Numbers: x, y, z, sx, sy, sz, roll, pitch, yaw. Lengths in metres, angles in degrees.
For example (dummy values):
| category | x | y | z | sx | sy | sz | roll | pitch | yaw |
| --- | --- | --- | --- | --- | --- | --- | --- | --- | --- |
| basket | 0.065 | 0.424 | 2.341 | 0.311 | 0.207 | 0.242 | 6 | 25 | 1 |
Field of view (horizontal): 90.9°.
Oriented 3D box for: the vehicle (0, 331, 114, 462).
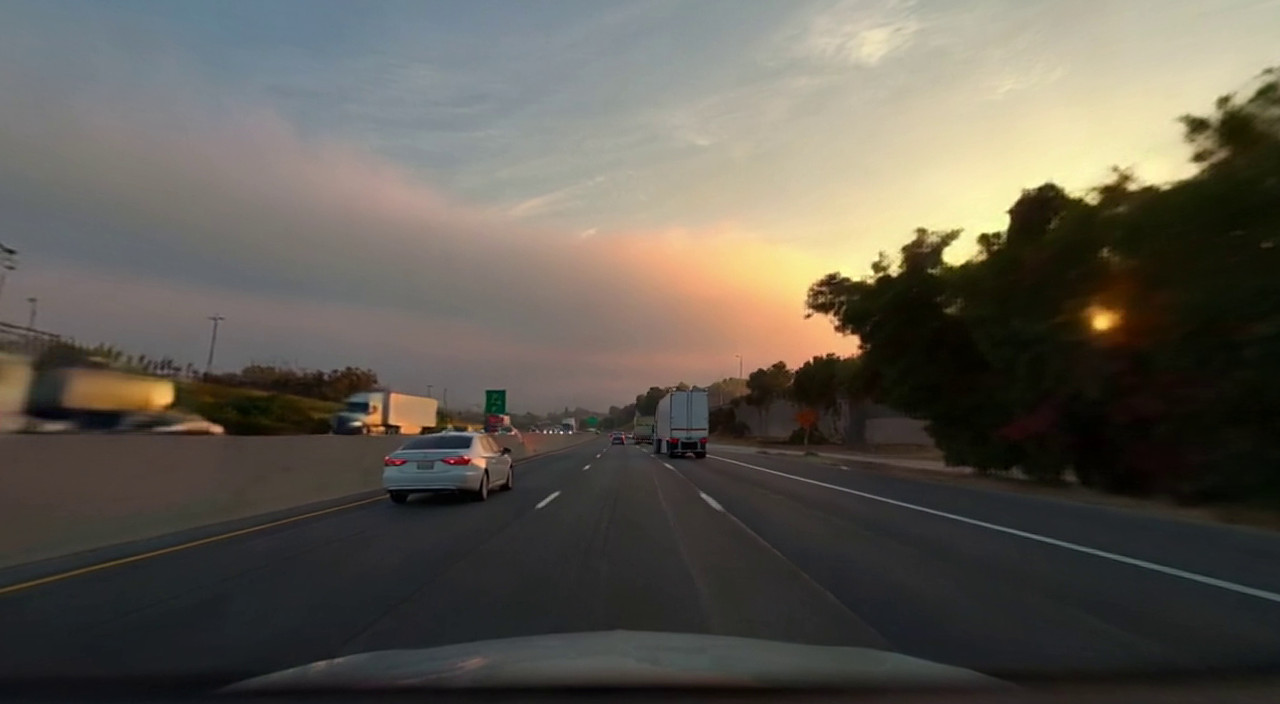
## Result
| category | x | y | z | sx | sy | sz | roll | pitch | yaw |
| --- | --- | --- | --- | --- | --- | --- | --- | --- | --- |
| vehicle | -20.052 | 1.420 | 19.258 | 2.925 | 3.762 | 5.701 | 0 | -8 | -1 |

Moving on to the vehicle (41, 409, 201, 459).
| category | x | y | z | sx | sy | sz | roll | pitch | yaw |
| --- | --- | --- | --- | --- | --- | --- | --- | --- | --- |
| vehicle | -16.425 | 2.645 | 20.249 | 1.765 | 1.429 | 3.982 | 0 | -8 | -1 |

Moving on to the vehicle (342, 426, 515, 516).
| category | x | y | z | sx | sy | sz | roll | pitch | yaw |
| --- | --- | --- | --- | --- | --- | --- | --- | --- | --- |
| vehicle | -3.894 | 2.240 | 12.527 | 1.971 | 1.444 | 4.401 | 0 | -8 | -1 |

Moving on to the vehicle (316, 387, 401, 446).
| category | x | y | z | sx | sy | sz | roll | pitch | yaw |
| --- | --- | --- | --- | --- | --- | --- | --- | --- | --- |
| vehicle | -19.893 | 4.706 | 45.017 | 3.132 | 3.870 | 5.926 | 2 | -8 | 0 |

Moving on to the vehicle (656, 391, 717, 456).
| category | x | y | z | sx | sy | sz | roll | pitch | yaw |
| --- | --- | --- | --- | --- | --- | --- | --- | --- | --- |
| vehicle | 3.116 | 5.423 | 46.827 | 3.241 | 4.042 | 14.292 | 0 | -7 | -1 |
